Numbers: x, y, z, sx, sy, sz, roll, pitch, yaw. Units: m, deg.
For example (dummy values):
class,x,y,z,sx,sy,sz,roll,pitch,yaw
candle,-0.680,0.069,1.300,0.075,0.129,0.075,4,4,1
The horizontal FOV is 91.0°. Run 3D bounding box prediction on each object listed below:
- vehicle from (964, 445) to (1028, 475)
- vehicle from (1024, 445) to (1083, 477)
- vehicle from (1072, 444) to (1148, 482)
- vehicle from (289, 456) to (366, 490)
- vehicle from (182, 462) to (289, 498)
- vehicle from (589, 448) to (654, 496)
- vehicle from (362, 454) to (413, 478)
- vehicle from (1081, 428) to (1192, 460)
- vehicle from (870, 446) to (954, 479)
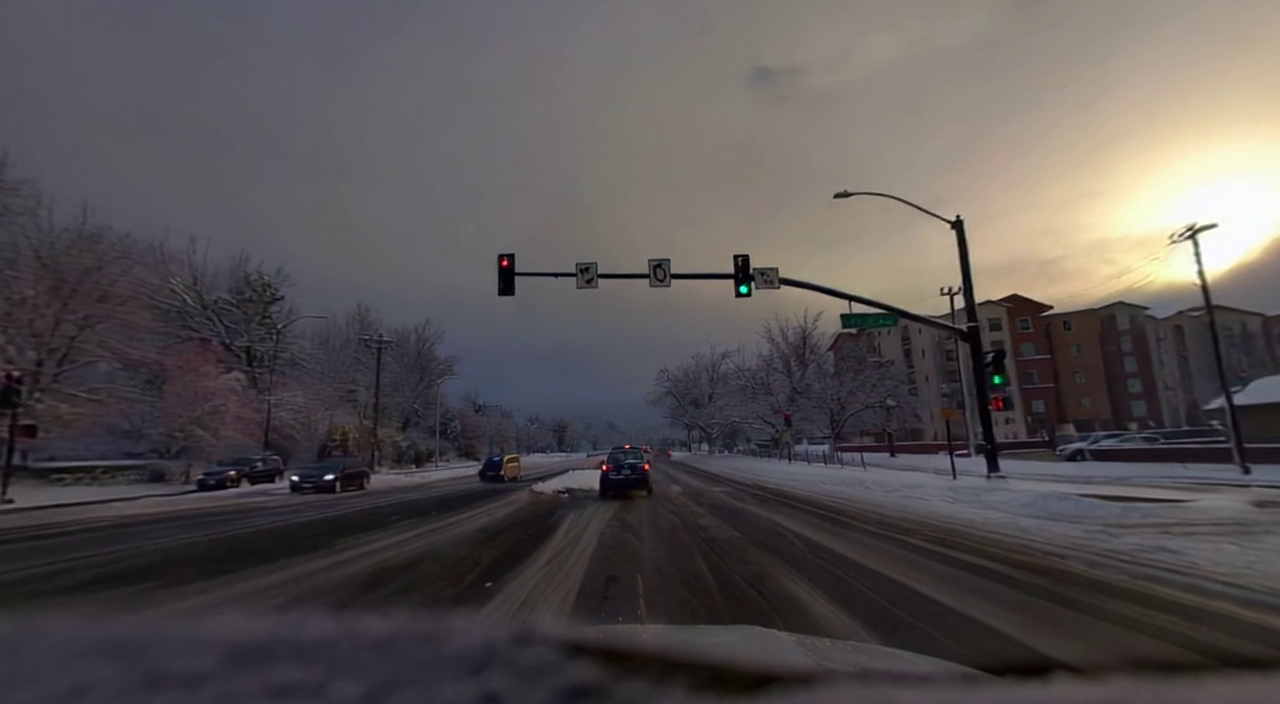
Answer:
class,x,y,z,sx,sy,sz,roll,pitch,yaw
vehicle,19.041,5.706,33.617,1.900,1.490,4.238,-8,-12,43
vehicle,19.944,5.205,30.296,1.717,1.444,3.788,-8,-12,41
vehicle,19.827,4.618,26.459,1.932,1.430,4.203,-8,-12,43
vehicle,-15.859,6.128,32.176,1.947,1.564,3.809,0,-9,0
vehicle,-19.417,6.155,30.500,2.018,1.468,4.768,0,-9,0
vehicle,-0.593,4.063,21.721,2.010,1.447,4.121,0,-9,0
vehicle,-19.662,8.883,49.307,2.070,1.723,4.634,0,-9,0
vehicle,31.082,5.809,39.487,5.079,1.893,2.254,1,-11,-5
vehicle,12.776,5.172,29.867,1.849,1.429,4.335,0,-9,-3
